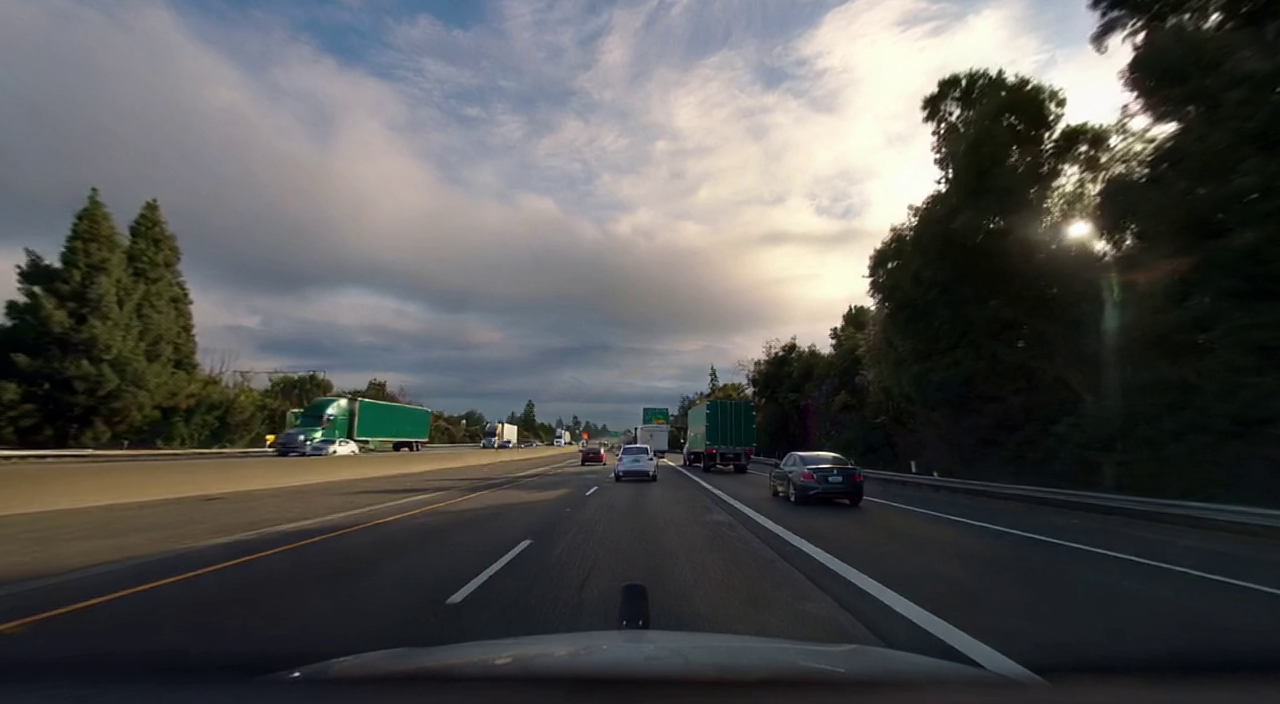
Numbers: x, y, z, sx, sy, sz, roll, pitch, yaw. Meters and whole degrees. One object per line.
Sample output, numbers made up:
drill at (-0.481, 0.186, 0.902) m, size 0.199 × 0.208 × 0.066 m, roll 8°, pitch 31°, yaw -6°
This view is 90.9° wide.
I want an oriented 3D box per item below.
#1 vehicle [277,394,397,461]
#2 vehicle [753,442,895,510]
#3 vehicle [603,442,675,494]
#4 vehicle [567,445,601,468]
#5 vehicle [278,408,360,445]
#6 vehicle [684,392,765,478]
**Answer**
vehicle at (-19.894, 5.259, 42.398) m, size 2.933 × 3.979 × 10.057 m, roll 0°, pitch -9°, yaw 0°
vehicle at (4.186, 2.903, 15.191) m, size 2.037 × 1.377 × 4.407 m, roll 0°, pitch -9°, yaw -1°
vehicle at (-0.033, 3.718, 20.523) m, size 2.089 × 1.516 × 4.191 m, roll 0°, pitch -9°, yaw 0°
vehicle at (-3.762, 7.150, 43.300) m, size 1.913 × 1.444 × 4.360 m, roll 0°, pitch -9°, yaw 0°
vehicle at (-20.039, 4.743, 39.663) m, size 2.268 × 2.025 × 5.234 m, roll -1°, pitch -10°, yaw 1°
vehicle at (4.495, 5.013, 36.933) m, size 2.877 × 4.035 × 13.897 m, roll 0°, pitch -9°, yaw 0°
